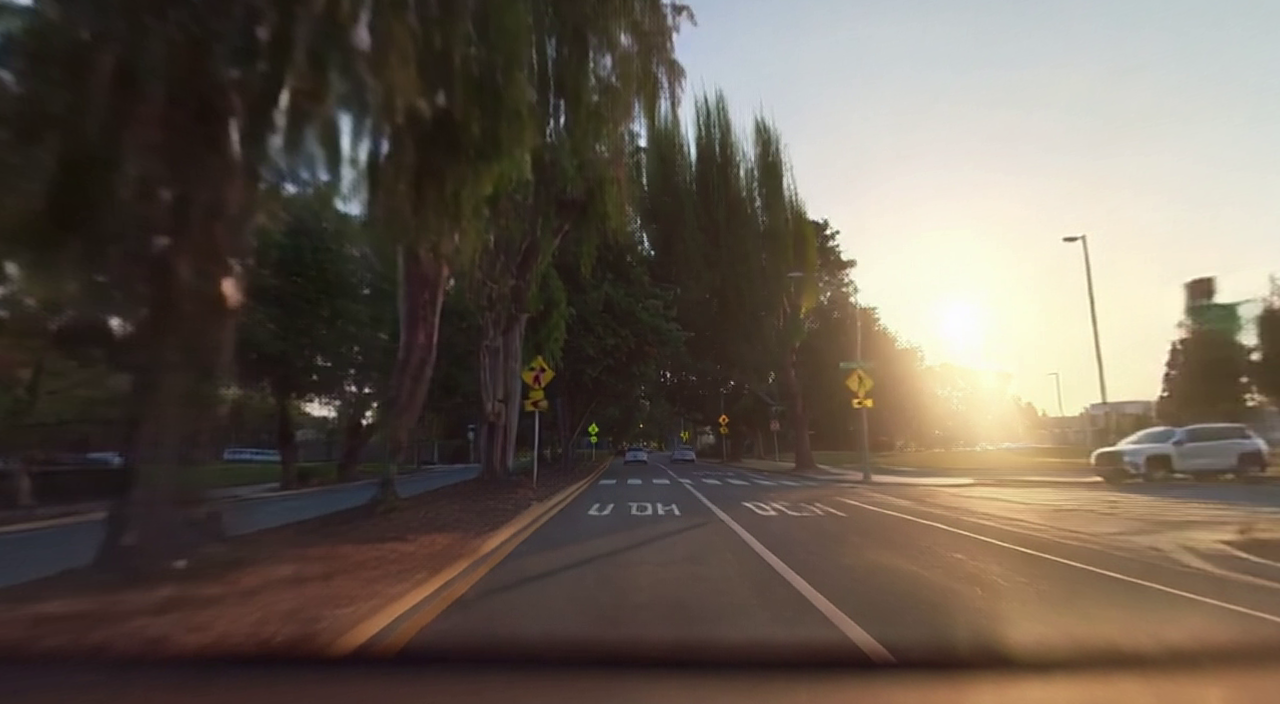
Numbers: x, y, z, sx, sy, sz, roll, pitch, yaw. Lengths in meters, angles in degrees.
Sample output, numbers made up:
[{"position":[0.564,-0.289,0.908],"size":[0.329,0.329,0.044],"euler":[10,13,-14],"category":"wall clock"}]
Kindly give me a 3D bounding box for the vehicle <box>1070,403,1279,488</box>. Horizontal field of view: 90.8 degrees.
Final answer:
[{"position":[18.185,3.117,21.403],"size":[5.378,2.566,2.402],"euler":[-1,-6,-2],"category":"vehicle"}]

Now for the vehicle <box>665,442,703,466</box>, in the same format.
[{"position":[2.931,6.928,43.033],"size":[2.142,1.501,4.273],"euler":[0,-8,-1],"category":"vehicle"}]
